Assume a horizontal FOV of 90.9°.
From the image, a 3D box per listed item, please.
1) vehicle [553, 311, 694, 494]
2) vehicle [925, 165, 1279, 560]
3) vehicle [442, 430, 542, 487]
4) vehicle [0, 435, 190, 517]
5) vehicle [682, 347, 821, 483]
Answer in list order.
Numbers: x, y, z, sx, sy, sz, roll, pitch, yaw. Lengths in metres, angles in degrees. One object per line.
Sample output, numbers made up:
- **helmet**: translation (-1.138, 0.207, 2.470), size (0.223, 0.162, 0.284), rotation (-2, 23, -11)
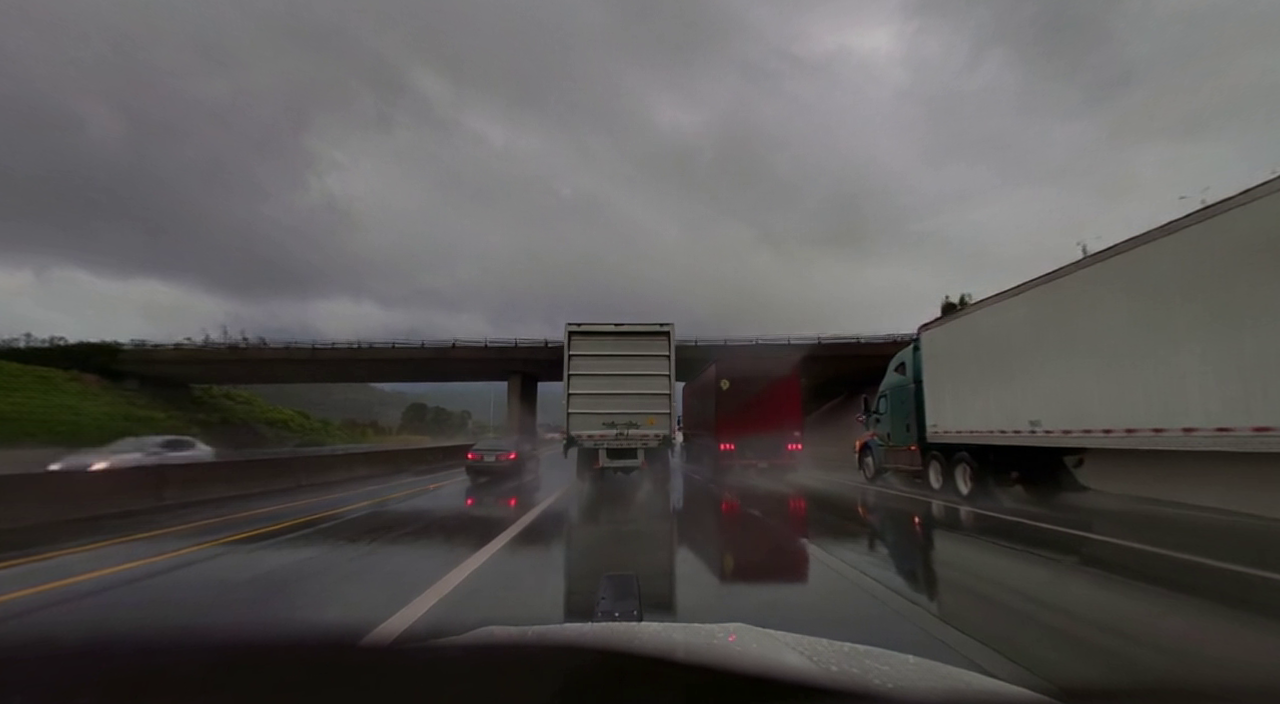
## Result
- **vehicle**: translation (-0.576, 1.816, 19.360), size (3.090, 4.065, 10.702), rotation (0, -8, -2)
- **vehicle**: translation (8.199, 0.281, 7.872), size (3.000, 4.114, 13.063), rotation (0, -8, -1)
- **vehicle**: translation (-4.189, 3.049, 18.488), size (2.049, 1.483, 3.786), rotation (0, -8, 0)
- **vehicle**: translation (-11.932, 2.506, 13.382), size (1.818, 1.452, 3.990), rotation (0, -8, -1)
- **vehicle**: translation (3.538, 2.548, 23.693), size (2.817, 3.886, 11.491), rotation (0, -8, -2)
